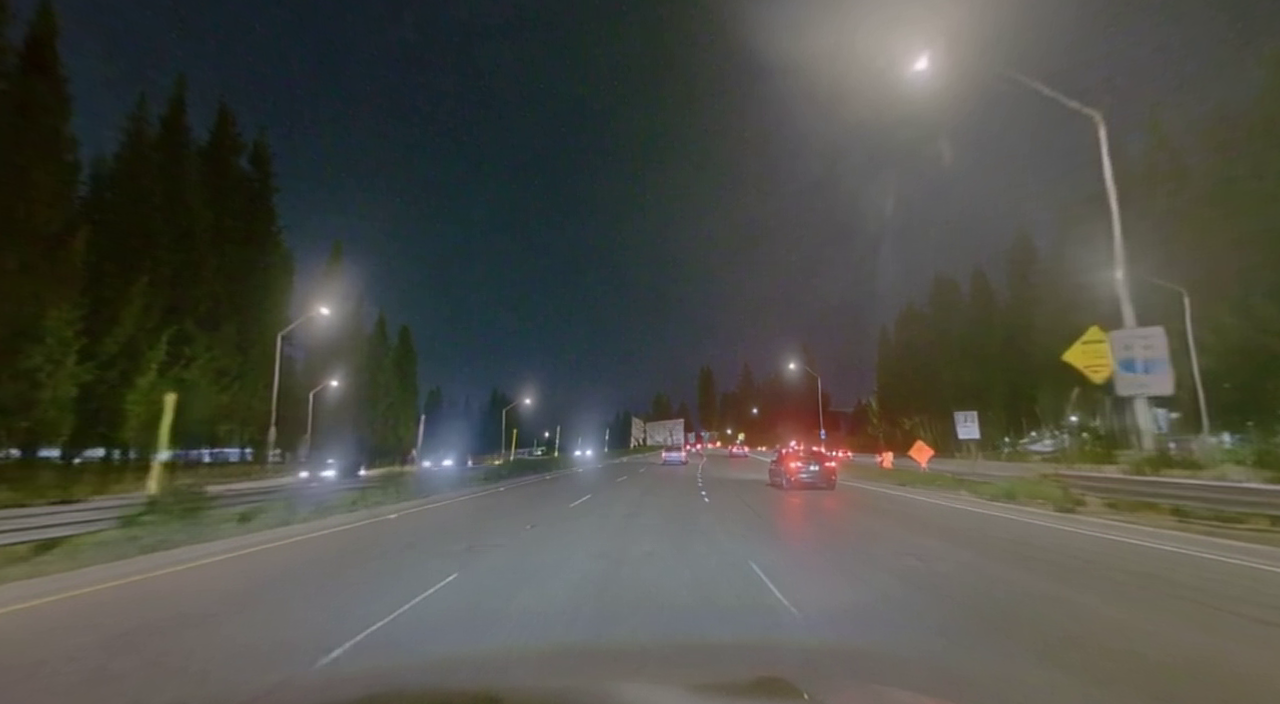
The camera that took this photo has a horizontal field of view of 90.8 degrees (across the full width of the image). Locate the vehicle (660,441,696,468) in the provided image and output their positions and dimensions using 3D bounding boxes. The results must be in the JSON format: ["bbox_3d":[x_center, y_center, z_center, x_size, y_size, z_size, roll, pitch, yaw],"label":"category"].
[{"bbox_3d":[2.517,6.649,41.141,2.201,1.676,4.541,-1,-9,4],"label":"vehicle"}]

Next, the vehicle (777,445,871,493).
[{"bbox_3d":[6.189,3.956,21.743,2.044,1.474,4.083,0,-9,1],"label":"vehicle"}]

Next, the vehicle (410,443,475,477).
[{"bbox_3d":[-10.734,5.893,34.685,1.957,1.688,4.315,-1,-9,4],"label":"vehicle"}]

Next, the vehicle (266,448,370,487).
[{"bbox_3d":[-14.671,5.275,29.161,2.186,1.628,4.551,-1,-9,4],"label":"vehicle"}]
